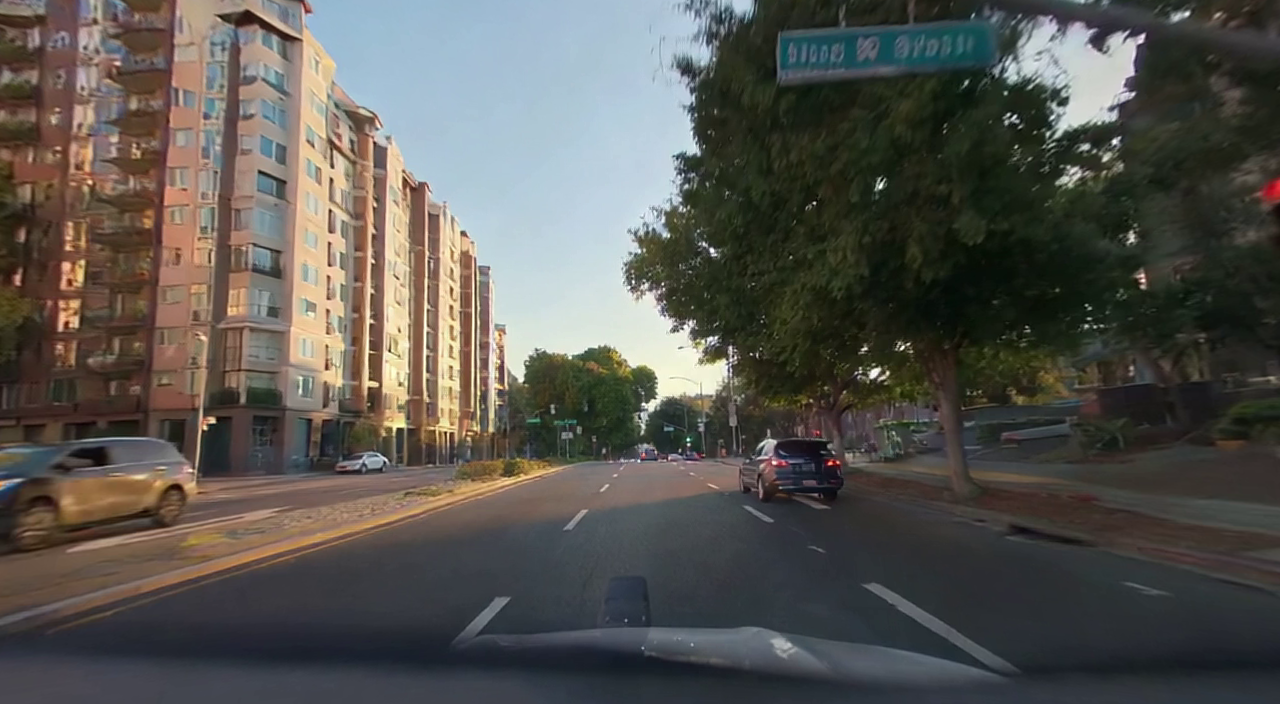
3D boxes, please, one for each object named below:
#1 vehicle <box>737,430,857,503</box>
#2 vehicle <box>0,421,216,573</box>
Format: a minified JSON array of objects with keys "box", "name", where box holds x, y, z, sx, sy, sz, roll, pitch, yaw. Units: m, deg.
[{"box":[3.728,2.789,15.738,1.949,1.583,3.996,0,-9,0],"name":"vehicle"},{"box":[-7.941,1.807,8.027,2.021,1.626,4.302,-3,-9,1],"name":"vehicle"}]
